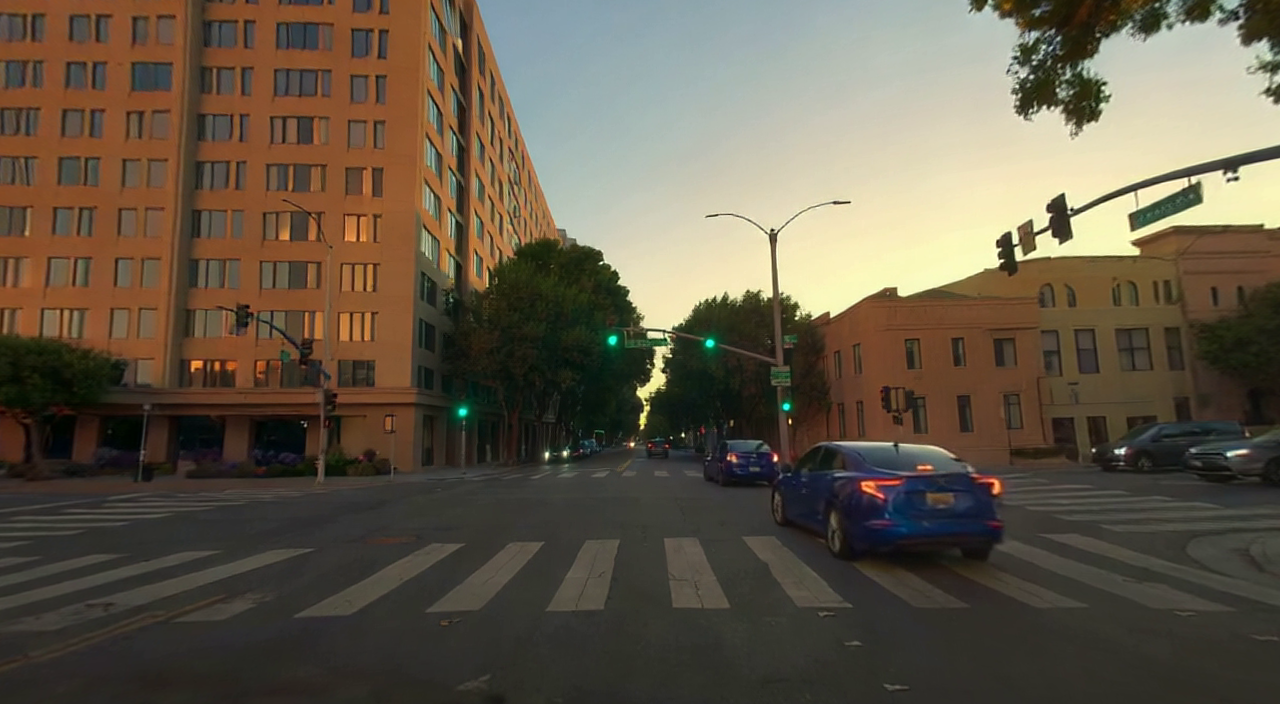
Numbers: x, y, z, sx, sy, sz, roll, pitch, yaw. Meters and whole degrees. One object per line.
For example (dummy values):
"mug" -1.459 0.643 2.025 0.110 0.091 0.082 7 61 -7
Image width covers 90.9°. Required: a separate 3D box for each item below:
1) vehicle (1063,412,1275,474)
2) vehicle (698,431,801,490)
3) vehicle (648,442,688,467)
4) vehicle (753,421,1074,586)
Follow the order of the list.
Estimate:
"vehicle" 16.924 2.936 20.407 4.802 1.860 2.146 0 -8 1
"vehicle" 2.971 3.074 18.221 2.009 1.443 4.509 0 -8 -2
"vehicle" 1.708 6.424 39.791 2.040 1.421 4.550 0 -8 -3
"vehicle" 2.882 1.699 7.965 2.039 1.470 4.355 0 -8 -1
